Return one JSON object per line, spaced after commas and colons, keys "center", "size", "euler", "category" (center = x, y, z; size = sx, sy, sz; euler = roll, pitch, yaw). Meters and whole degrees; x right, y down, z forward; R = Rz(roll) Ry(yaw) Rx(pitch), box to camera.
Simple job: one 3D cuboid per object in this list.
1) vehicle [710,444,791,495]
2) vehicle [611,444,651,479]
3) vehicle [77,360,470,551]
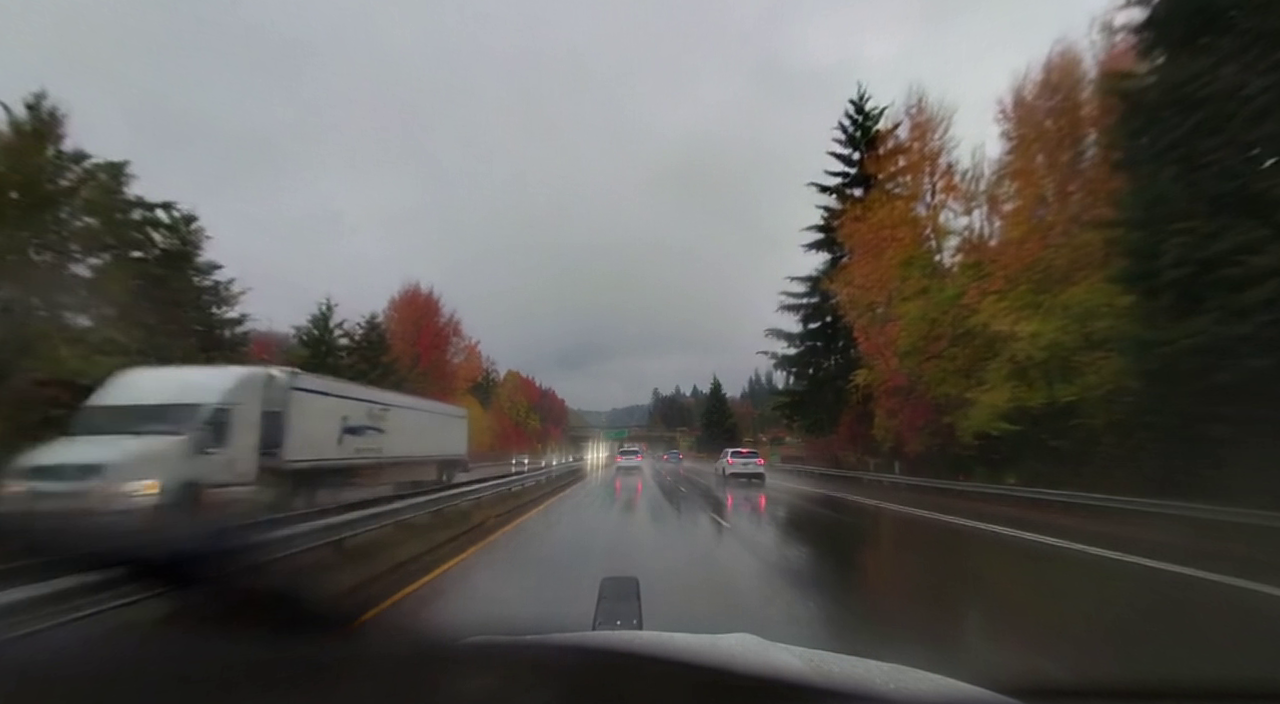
{"center": [3.567, 3.892, 21.121], "size": [1.843, 1.505, 4.339], "euler": [0, -9, -1], "category": "vehicle"}
{"center": [-0.457, 5.714, 32.912], "size": [1.937, 1.699, 3.936], "euler": [0, -9, 0], "category": "vehicle"}
{"center": [-9.191, 3.198, 20.283], "size": [2.893, 3.609, 16.653], "euler": [0, -9, 0], "category": "vehicle"}
